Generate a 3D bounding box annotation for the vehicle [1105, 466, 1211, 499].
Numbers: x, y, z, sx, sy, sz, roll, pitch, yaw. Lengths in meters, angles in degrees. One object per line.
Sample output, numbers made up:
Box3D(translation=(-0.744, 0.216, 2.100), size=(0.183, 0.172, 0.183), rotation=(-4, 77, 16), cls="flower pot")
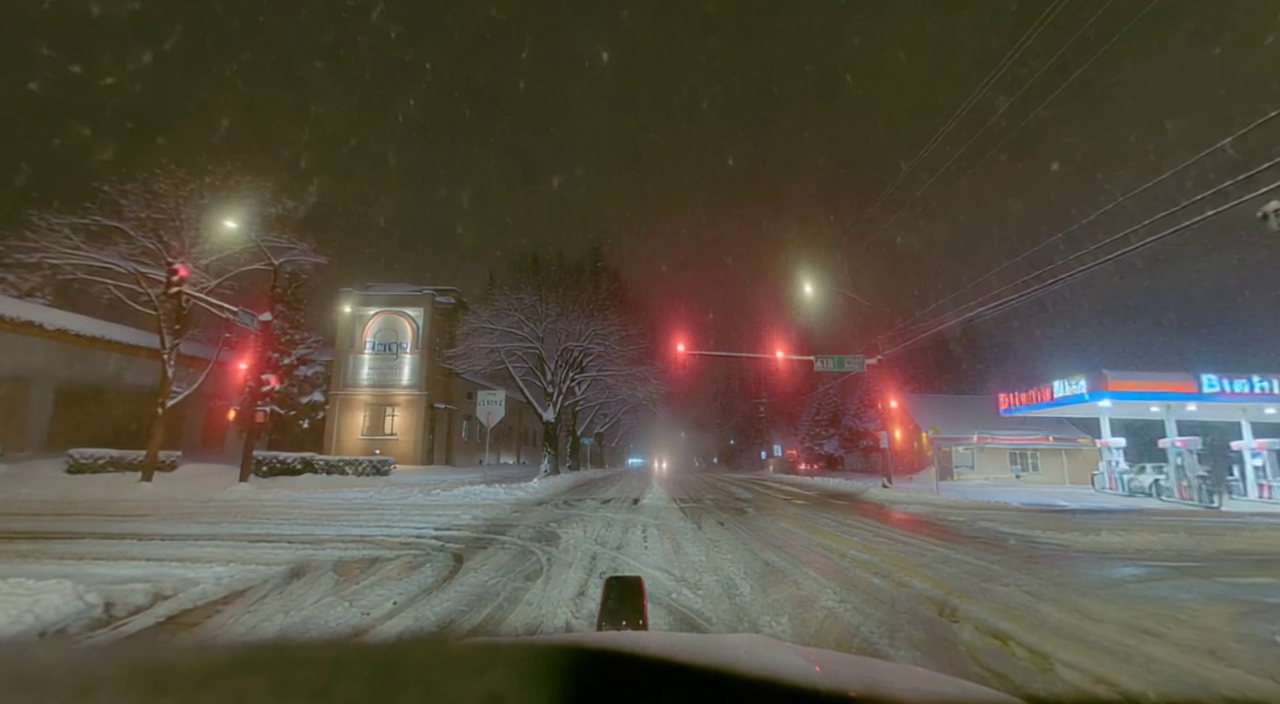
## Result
Box3D(translation=(28.016, 7.053, 34.323), size=(1.897, 1.466, 4.211), rotation=(1, -8, -6), cls="vehicle")
